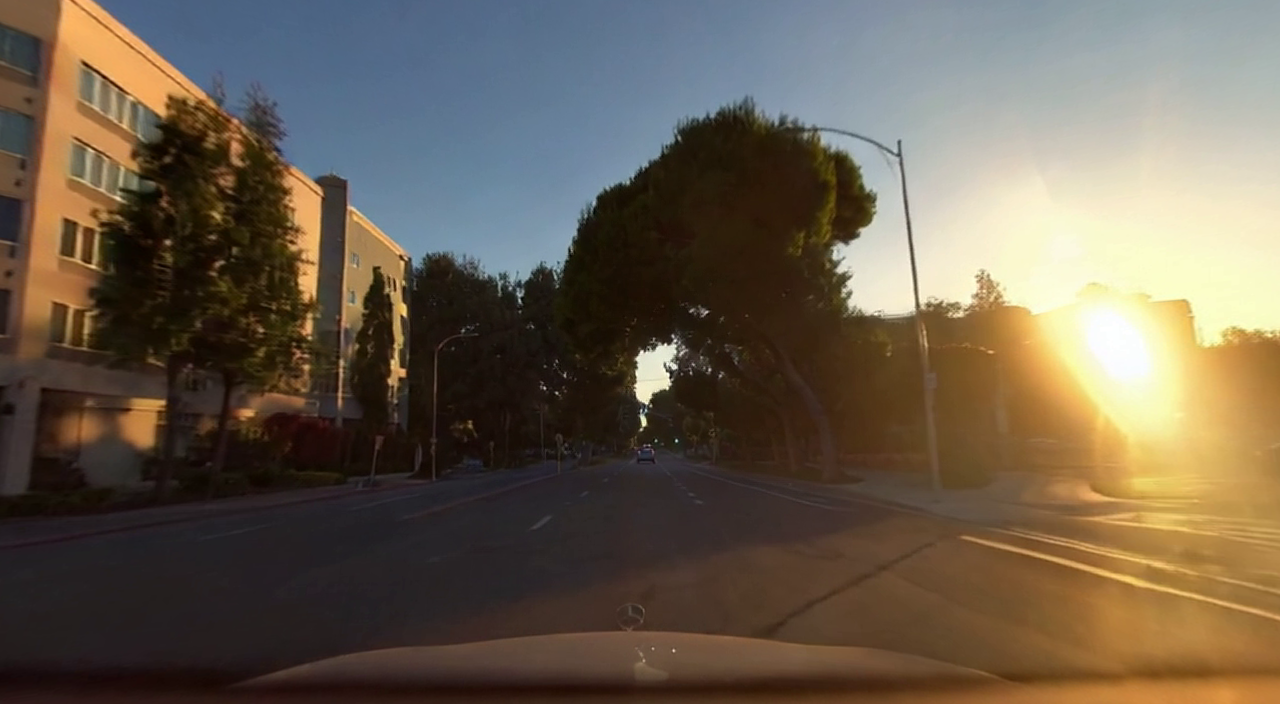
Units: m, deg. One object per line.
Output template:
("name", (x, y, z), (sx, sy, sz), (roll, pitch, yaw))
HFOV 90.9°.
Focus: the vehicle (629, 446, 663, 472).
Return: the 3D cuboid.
("vehicle", (0.398, 7.263, 42.839), (2.200, 1.653, 4.127), (-1, -9, 1))
